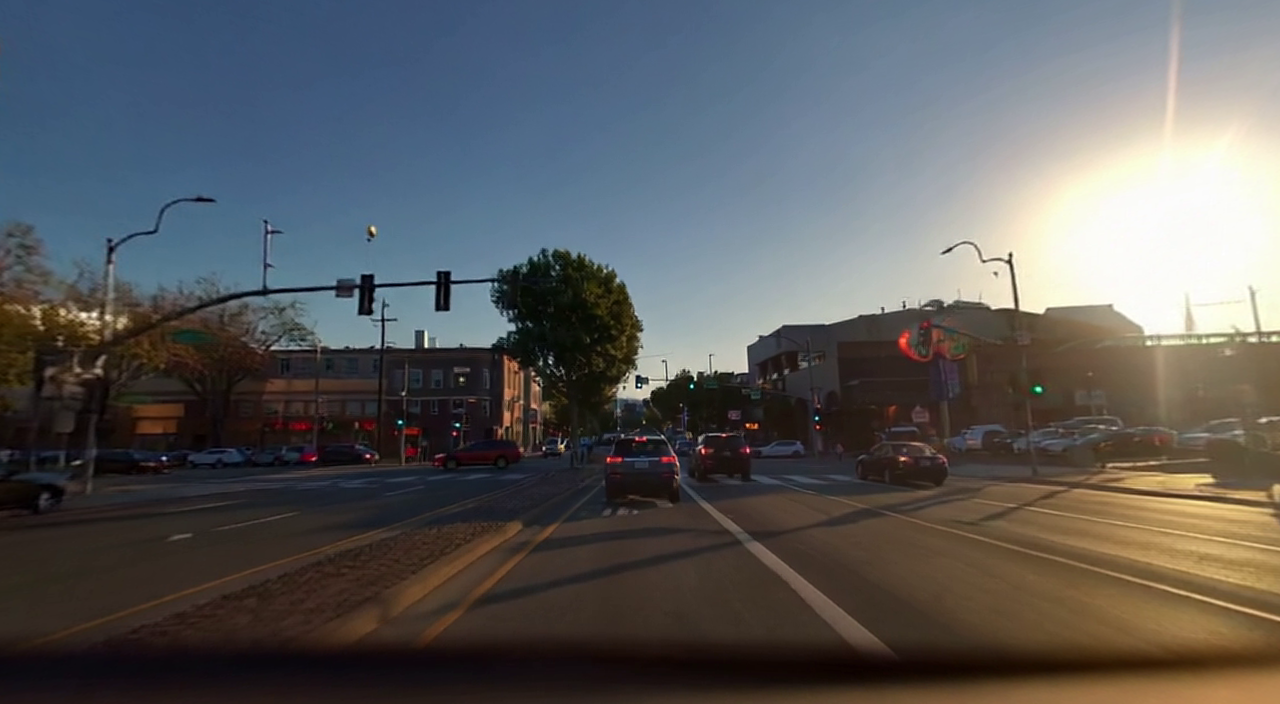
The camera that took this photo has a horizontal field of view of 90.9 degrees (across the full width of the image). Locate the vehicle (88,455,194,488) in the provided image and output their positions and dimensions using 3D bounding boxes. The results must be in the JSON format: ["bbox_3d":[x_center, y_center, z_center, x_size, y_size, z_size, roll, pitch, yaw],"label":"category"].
[{"bbox_3d":[-27.211,6.529,34.526,3.892,1.541,2.031,4,-9,-13],"label":"vehicle"}]

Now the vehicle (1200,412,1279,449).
[{"bbox_3d":[25.786,3.150,25.552,1.812,1.419,4.725,-4,-9,0],"label":"vehicle"}]

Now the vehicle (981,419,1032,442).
[{"bbox_3d":[24.573,5.242,42.367,1.422,1.496,3.318,1,-6,1],"label":"vehicle"}]

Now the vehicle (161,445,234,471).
[{"bbox_3d":[-31.631,7.615,45.308,2.060,1.732,5.462,1,-10,-9],"label":"vehicle"}]

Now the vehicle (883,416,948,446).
[{"bbox_3d":[18.689,5.447,43.097,2.123,1.884,5.170,0,-8,0],"label":"vehicle"}]

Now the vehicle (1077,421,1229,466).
[{"bbox_3d":[18.959,3.438,23.633,1.735,1.417,4.476,-3,-9,-2],"label":"vehicle"}]

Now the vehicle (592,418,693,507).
[{"bbox_3d":[0.025,2.707,15.873,2.157,1.863,4.665,0,-8,-1],"label":"vehicle"}]

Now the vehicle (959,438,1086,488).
[{"bbox_3d":[13.834,4.035,23.185,1.734,1.527,4.531,-3,-9,-1],"label":"vehicle"}]

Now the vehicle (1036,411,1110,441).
[{"bbox_3d":[29.453,4.985,43.075,1.913,1.651,4.727,3,-3,1],"label":"vehicle"}]

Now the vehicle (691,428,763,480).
[{"bbox_3d":[3.449,4.171,26.044,2.115,1.932,5.189,0,-8,-1],"label":"vehicle"}]

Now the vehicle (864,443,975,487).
[{"bbox_3d":[9.926,4.011,22.844,1.863,1.426,4.494,0,-8,-1],"label":"vehicle"}]

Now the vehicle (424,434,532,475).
[{"bbox_3d":[-7.872,5.031,31.127,4.827,1.856,2.291,1,-8,-6],"label":"vehicle"}]
